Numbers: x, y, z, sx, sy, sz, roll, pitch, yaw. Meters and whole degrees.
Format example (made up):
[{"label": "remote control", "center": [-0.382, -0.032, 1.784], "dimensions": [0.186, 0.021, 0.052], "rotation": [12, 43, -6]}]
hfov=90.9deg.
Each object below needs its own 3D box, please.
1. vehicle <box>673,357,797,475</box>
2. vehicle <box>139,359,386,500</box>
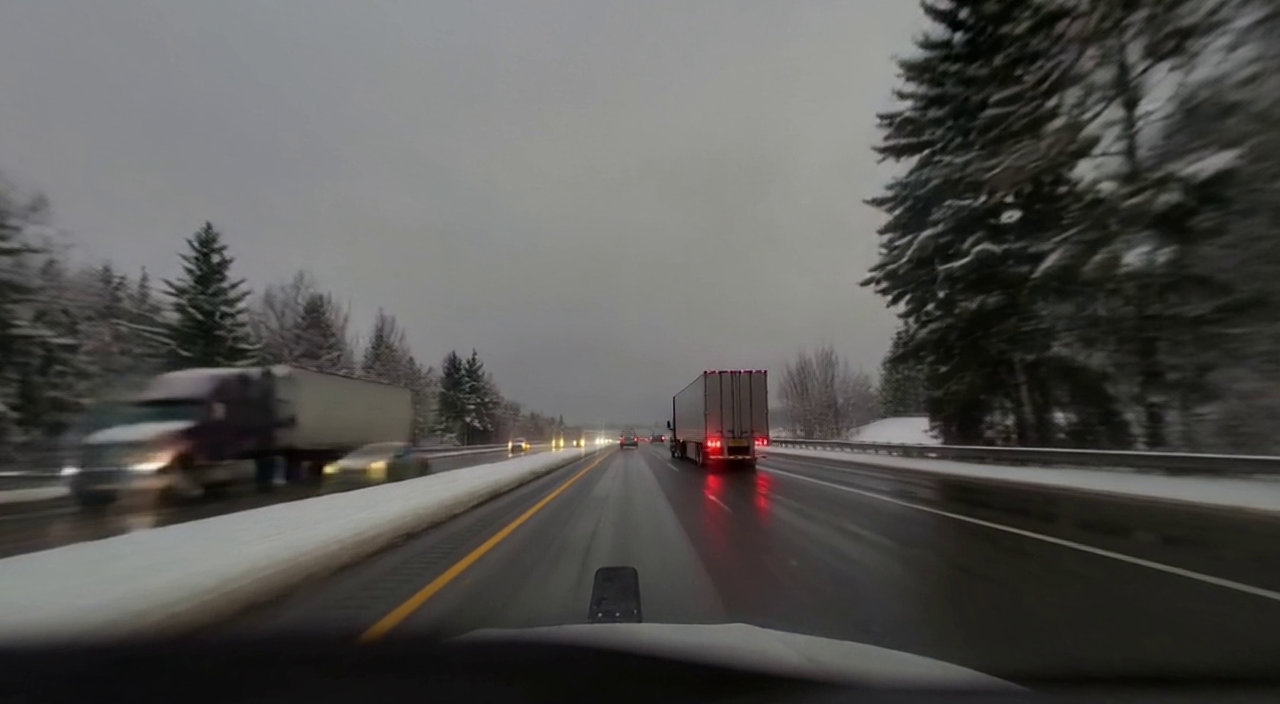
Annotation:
[{"label": "vehicle", "center": [3.560, 3.070, 28.205], "dimensions": [3.038, 3.975, 13.887], "rotation": [0, -8, -1]}, {"label": "vehicle", "center": [-12.849, 2.883, 23.179], "dimensions": [2.952, 4.048, 10.005], "rotation": [0, -8, -1]}]
